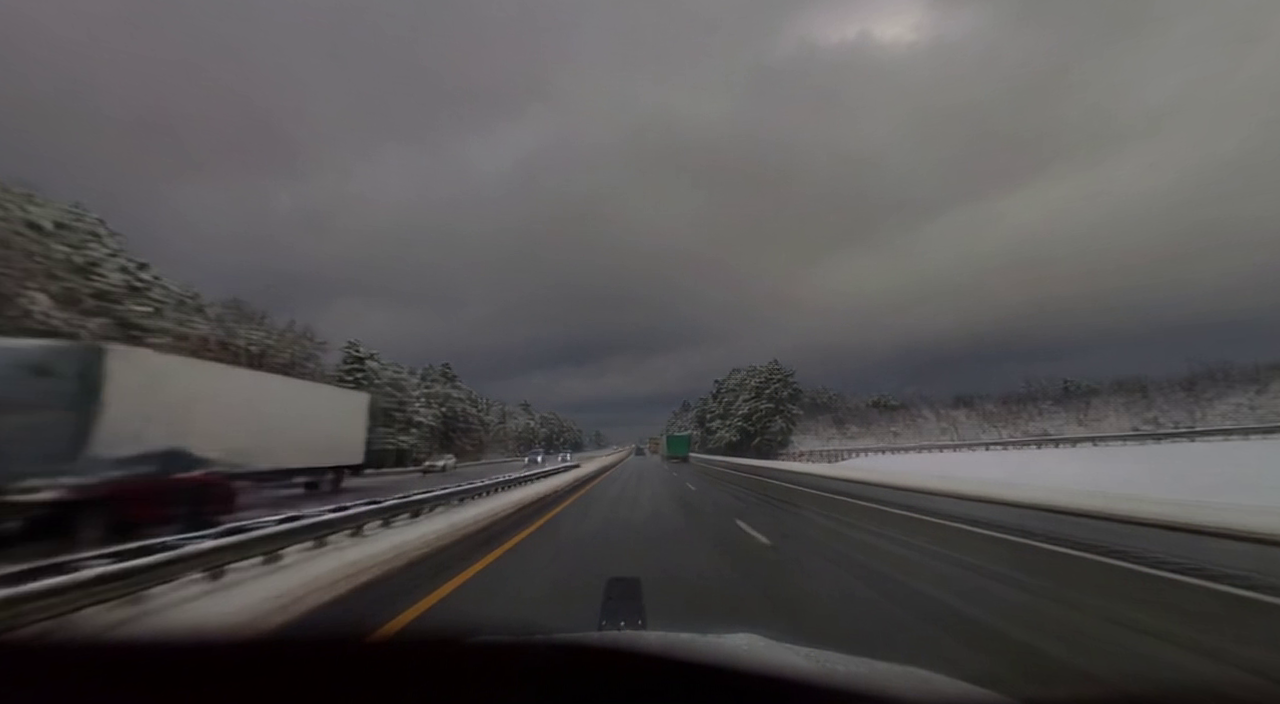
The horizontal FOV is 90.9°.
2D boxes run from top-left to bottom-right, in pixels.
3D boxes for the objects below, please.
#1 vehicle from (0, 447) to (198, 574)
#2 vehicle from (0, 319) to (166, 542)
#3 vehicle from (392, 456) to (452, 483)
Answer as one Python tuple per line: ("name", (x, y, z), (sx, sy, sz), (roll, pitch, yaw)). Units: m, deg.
("vehicle", (-8.656, 2.109, 8.876), (1.963, 1.511, 3.901), (0, -9, 0))
("vehicle", (-12.916, 1.489, 11.728), (3.047, 3.925, 6.286), (0, -9, 0))
("vehicle", (-12.983, 7.013, 37.873), (1.988, 1.501, 4.676), (0, -9, 0))
